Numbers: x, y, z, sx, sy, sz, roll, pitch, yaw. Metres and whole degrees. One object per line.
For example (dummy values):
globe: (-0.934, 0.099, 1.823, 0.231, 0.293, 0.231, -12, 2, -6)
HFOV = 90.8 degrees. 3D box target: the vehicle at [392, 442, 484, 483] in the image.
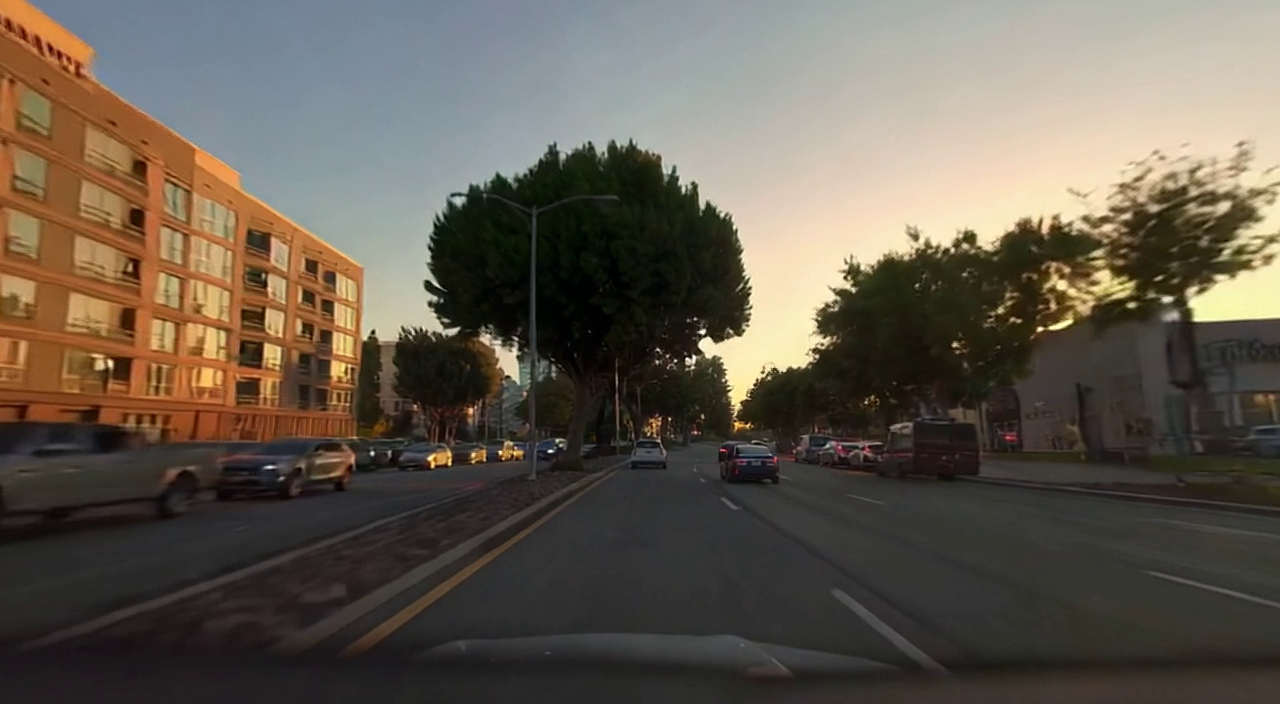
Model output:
vehicle: (-7.860, 4.343, 25.093, 1.992, 1.465, 4.458, -1, -9, 3)

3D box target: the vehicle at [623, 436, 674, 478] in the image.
vehicle: (0.440, 4.650, 28.202, 2.101, 1.694, 3.979, 0, -9, 3)

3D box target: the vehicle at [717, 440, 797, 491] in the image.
vehicle: (3.700, 3.646, 20.647, 1.852, 1.498, 3.825, 0, -9, 0)

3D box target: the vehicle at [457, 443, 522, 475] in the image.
vehicle: (-7.465, 5.362, 31.893, 2.007, 1.443, 4.447, 0, -9, 3)

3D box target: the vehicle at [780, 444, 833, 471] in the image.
vehicle: (9.419, 5.992, 36.098, 1.860, 1.475, 4.488, 0, -9, 1)

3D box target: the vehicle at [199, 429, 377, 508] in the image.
vehicle: (-8.742, 2.921, 16.275, 1.934, 1.713, 4.441, 0, -9, 1)

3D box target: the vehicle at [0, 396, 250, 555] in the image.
vehicle: (-8.490, 1.682, 8.935, 2.218, 1.819, 5.732, 0, -9, 1)

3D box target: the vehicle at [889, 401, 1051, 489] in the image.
vehicle: (12.098, 3.532, 23.989, 2.790, 2.897, 6.326, 0, -9, 2)
